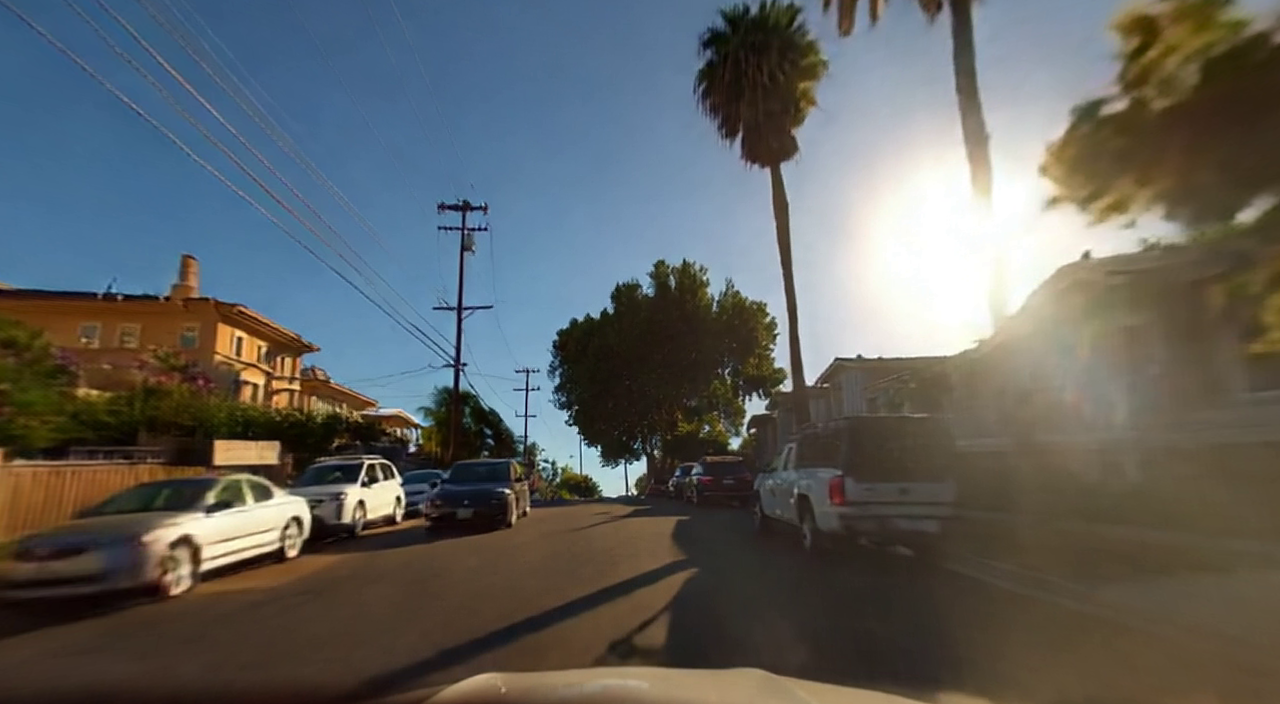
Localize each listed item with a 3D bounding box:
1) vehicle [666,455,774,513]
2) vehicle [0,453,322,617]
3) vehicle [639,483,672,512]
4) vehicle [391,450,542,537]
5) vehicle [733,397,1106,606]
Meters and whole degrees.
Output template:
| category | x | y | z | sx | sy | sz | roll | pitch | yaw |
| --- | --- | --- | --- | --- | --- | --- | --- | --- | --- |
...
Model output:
| category | x | y | z | sx | sy | sz | roll | pitch | yaw |
| --- | --- | --- | --- | --- | --- | --- | --- | --- | --- |
| vehicle | 2.308 | 4.001 | 19.597 | 2.212 | 1.476 | 4.678 | 1 | -8 | -7 |
| vehicle | -6.184 | 2.160 | 8.461 | 1.889 | 1.499 | 4.468 | 1 | -8 | -6 |
| vehicle | 0.895 | 8.952 | 38.961 | 1.756 | 1.455 | 3.965 | 0 | -8 | -3 |
| vehicle | -3.482 | 2.911 | 13.646 | 2.060 | 1.483 | 4.574 | 0 | -8 | -1 |
| vehicle | 3.211 | 1.886 | 9.219 | 2.358 | 2.008 | 5.957 | 0 | -8 | -4 |
